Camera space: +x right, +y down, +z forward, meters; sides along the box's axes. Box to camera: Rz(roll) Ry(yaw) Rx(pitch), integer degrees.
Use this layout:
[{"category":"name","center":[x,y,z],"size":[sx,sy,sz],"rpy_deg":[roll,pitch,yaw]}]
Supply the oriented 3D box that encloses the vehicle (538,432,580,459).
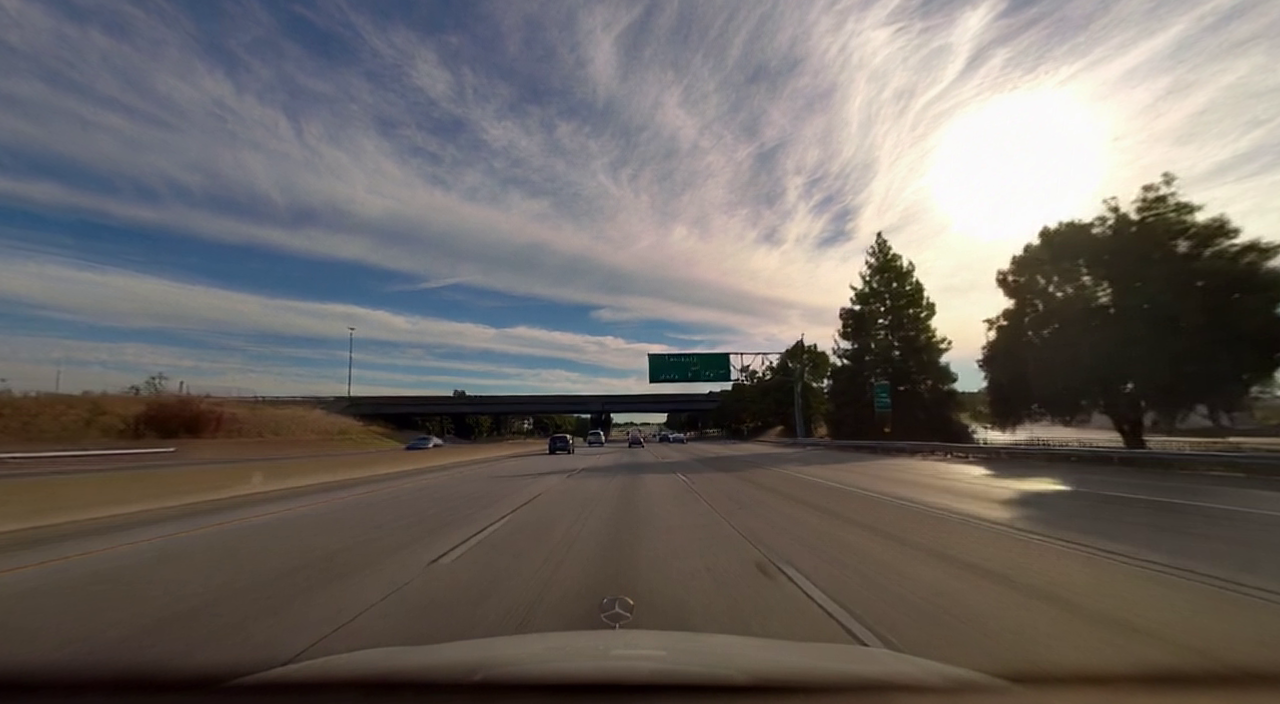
[{"category":"vehicle","center":[-4.696,5.484,37.108],"size":[1.933,1.473,4.023],"rpy_deg":[0,-8,0]}]

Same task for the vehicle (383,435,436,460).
[{"category":"vehicle","center":[-13.758,5.706,37.785],"size":[1.769,1.427,3.692],"rpy_deg":[0,-8,0]}]
